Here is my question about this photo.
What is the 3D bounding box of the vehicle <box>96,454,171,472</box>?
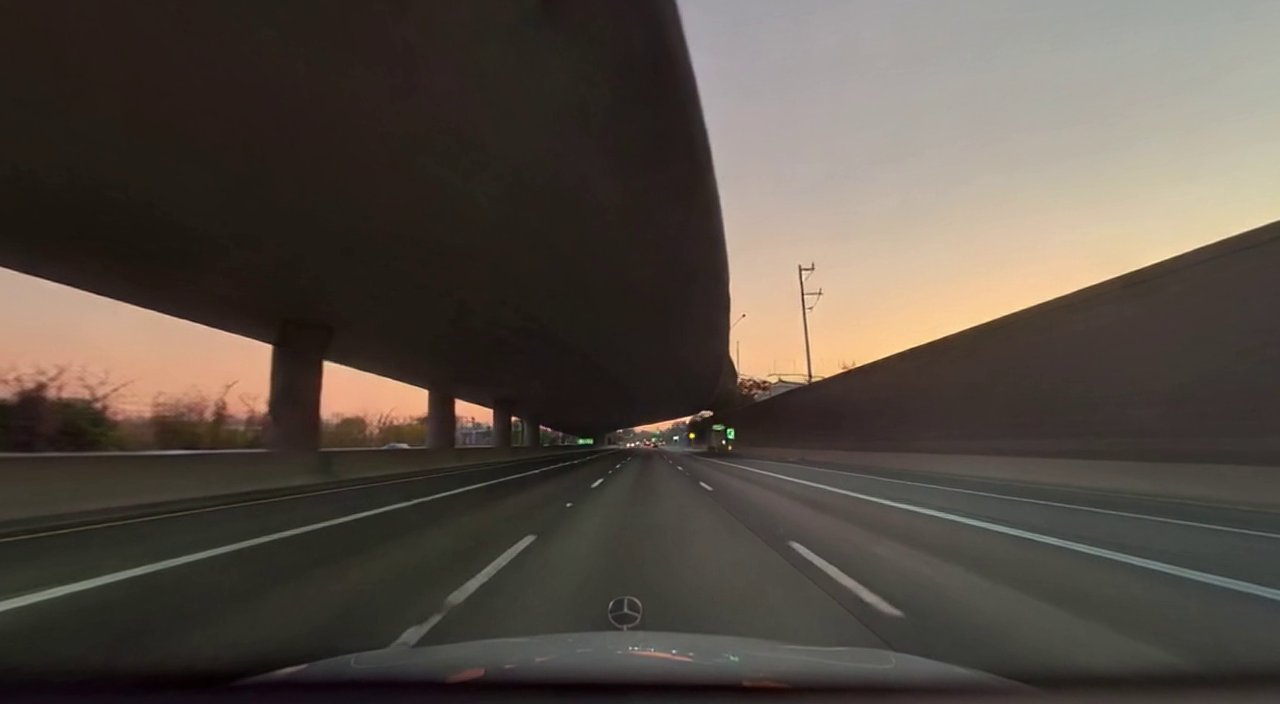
[{"bbox_3d":[-28.660,6.293,35.793,1.784,0.941,2.965,0,-8,0],"label":"vehicle"}]
